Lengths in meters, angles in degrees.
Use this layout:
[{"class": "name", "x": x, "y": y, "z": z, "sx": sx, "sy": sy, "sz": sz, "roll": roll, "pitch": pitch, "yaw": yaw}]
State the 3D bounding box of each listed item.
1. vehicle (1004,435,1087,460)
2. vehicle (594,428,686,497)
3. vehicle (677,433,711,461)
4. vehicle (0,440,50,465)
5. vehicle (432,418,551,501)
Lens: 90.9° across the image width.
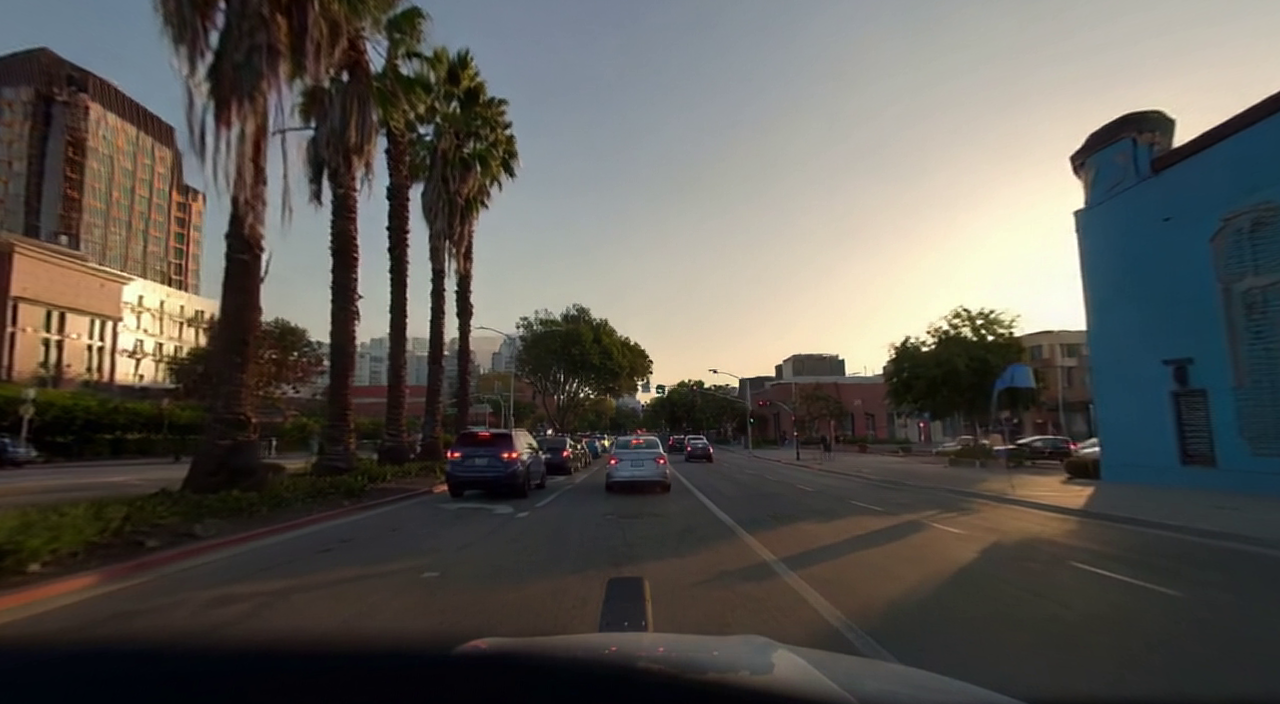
[{"class": "vehicle", "x": 25.438, "y": 6.020, "z": 39.622, "sx": 3.914, "sy": 1.427, "sz": 1.779, "roll": -1, "pitch": -8, "yaw": 1}, {"class": "vehicle", "x": -0.006, "y": 2.874, "z": 16.693, "sx": 2.114, "sy": 1.585, "sz": 4.285, "roll": 0, "pitch": -9, "yaw": 0}, {"class": "vehicle", "x": 3.712, "y": 6.727, "z": 44.455, "sx": 1.992, "sy": 1.834, "sz": 4.572, "roll": 0, "pitch": -9, "yaw": 0}, {"class": "vehicle", "x": -36.961, "y": 5.837, "z": 36.757, "sx": 1.608, "sy": 1.428, "sz": 3.457, "roll": -8, "pitch": -12, "yaw": 42}, {"class": "vehicle", "x": -3.469, "y": 2.611, "z": 15.610, "sx": 1.914, "sy": 1.741, "sz": 4.398, "roll": 0, "pitch": -9, "yaw": -1}]
